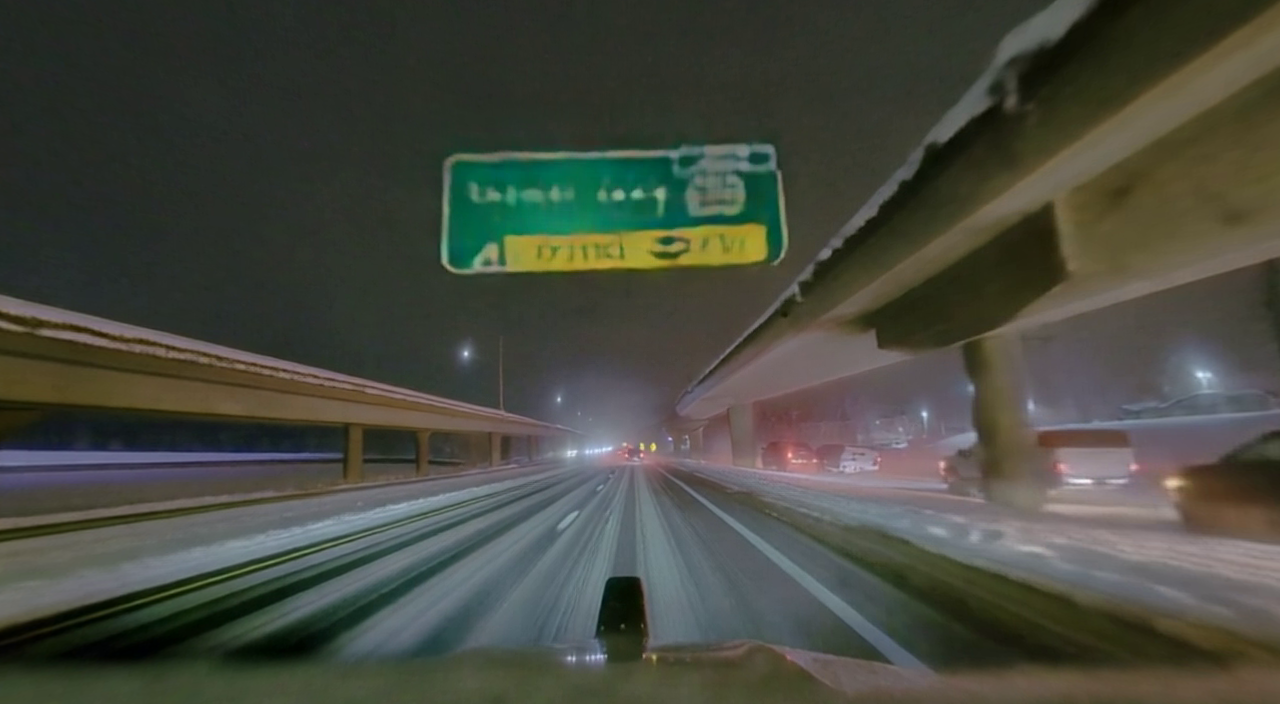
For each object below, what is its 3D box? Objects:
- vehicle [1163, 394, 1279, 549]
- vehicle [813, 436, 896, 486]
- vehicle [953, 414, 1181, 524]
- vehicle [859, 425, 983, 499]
[{"bbox_3d":[15.982,2.579,13.329,2.391,3.553,8.914,0,-9,2],"label":"vehicle"},{"bbox_3d":[15.997,8.183,47.948,2.887,3.412,9.164,0,-9,-1],"label":"vehicle"},{"bbox_3d":[16.315,4.522,25.315,2.791,3.573,9.032,0,-9,0],"label":"vehicle"},{"bbox_3d":[16.057,6.363,37.053,2.704,3.716,9.364,0,-9,-1],"label":"vehicle"}]
